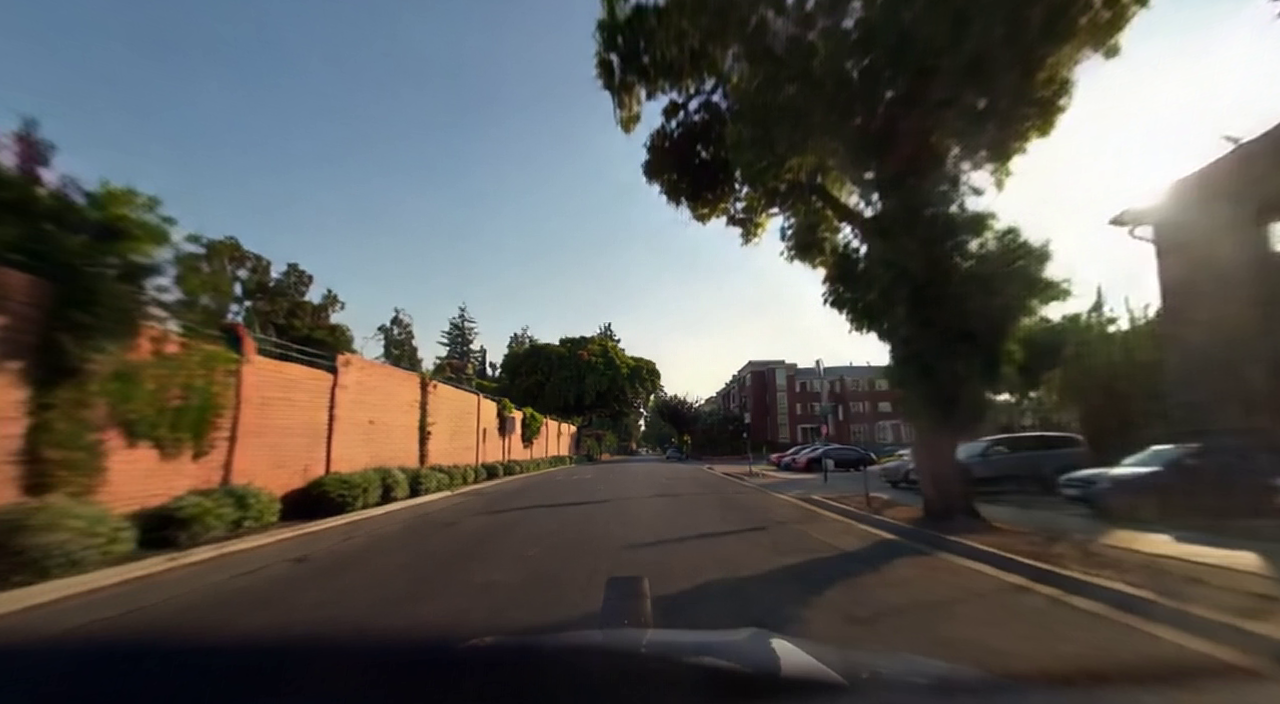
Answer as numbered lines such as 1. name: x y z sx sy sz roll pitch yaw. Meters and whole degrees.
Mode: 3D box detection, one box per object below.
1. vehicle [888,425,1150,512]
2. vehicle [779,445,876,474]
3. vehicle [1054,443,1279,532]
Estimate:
1. vehicle: 10.036 3.101 17.181 5.544 2.115 2.380 0 -8 2
2. vehicle: 9.682 5.586 32.755 4.309 1.442 2.145 0 -10 -1
3. vehicle: 11.008 2.510 12.040 4.617 1.501 2.151 -1 -9 1
